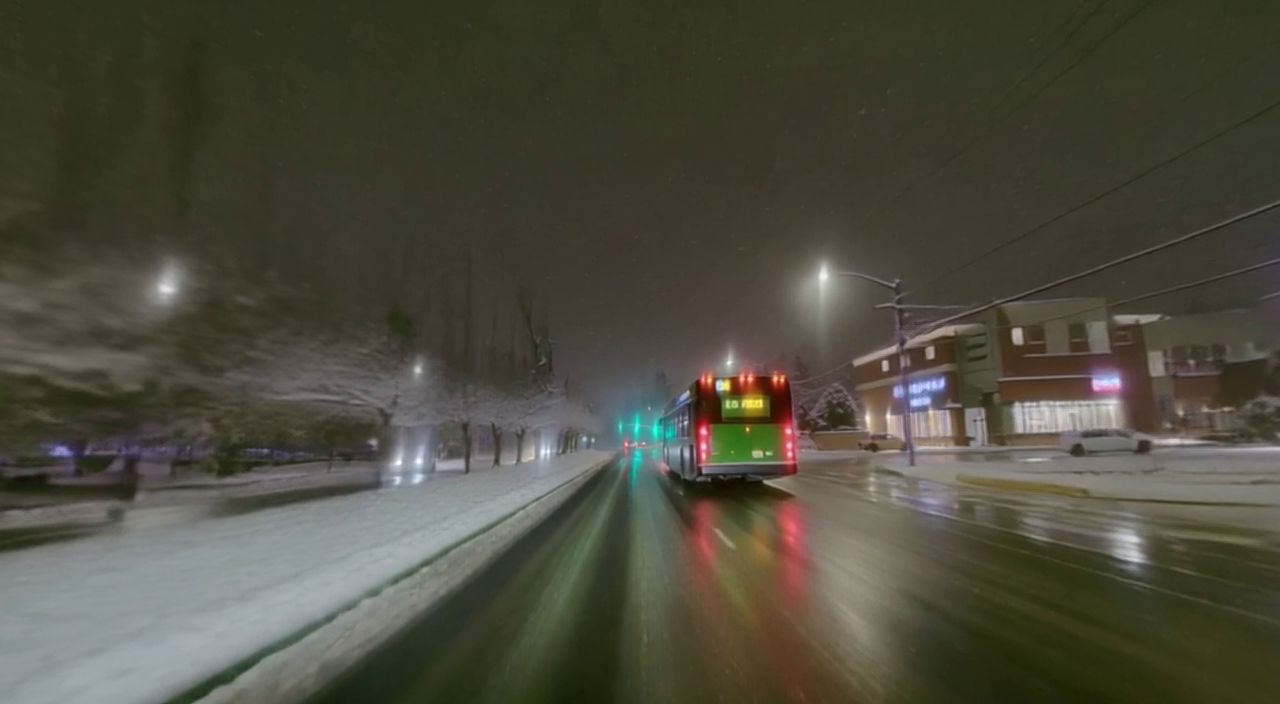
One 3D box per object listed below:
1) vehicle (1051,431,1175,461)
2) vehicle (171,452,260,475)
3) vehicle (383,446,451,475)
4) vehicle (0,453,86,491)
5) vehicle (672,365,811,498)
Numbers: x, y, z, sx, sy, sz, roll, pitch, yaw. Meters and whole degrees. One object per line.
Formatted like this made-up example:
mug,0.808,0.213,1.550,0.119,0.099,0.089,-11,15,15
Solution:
vehicle,23.962,4.764,32.019,4.659,1.434,1.900,-1,-8,2
vehicle,-31.868,8.319,47.359,1.983,1.531,5.126,-8,-11,43
vehicle,-12.406,6.033,35.374,2.081,1.492,4.668,0,-8,1
vehicle,-31.894,6.156,32.465,2.119,1.714,4.993,-3,-8,0
vehicle,2.755,2.650,20.395,2.766,3.306,9.281,0,-8,-1
